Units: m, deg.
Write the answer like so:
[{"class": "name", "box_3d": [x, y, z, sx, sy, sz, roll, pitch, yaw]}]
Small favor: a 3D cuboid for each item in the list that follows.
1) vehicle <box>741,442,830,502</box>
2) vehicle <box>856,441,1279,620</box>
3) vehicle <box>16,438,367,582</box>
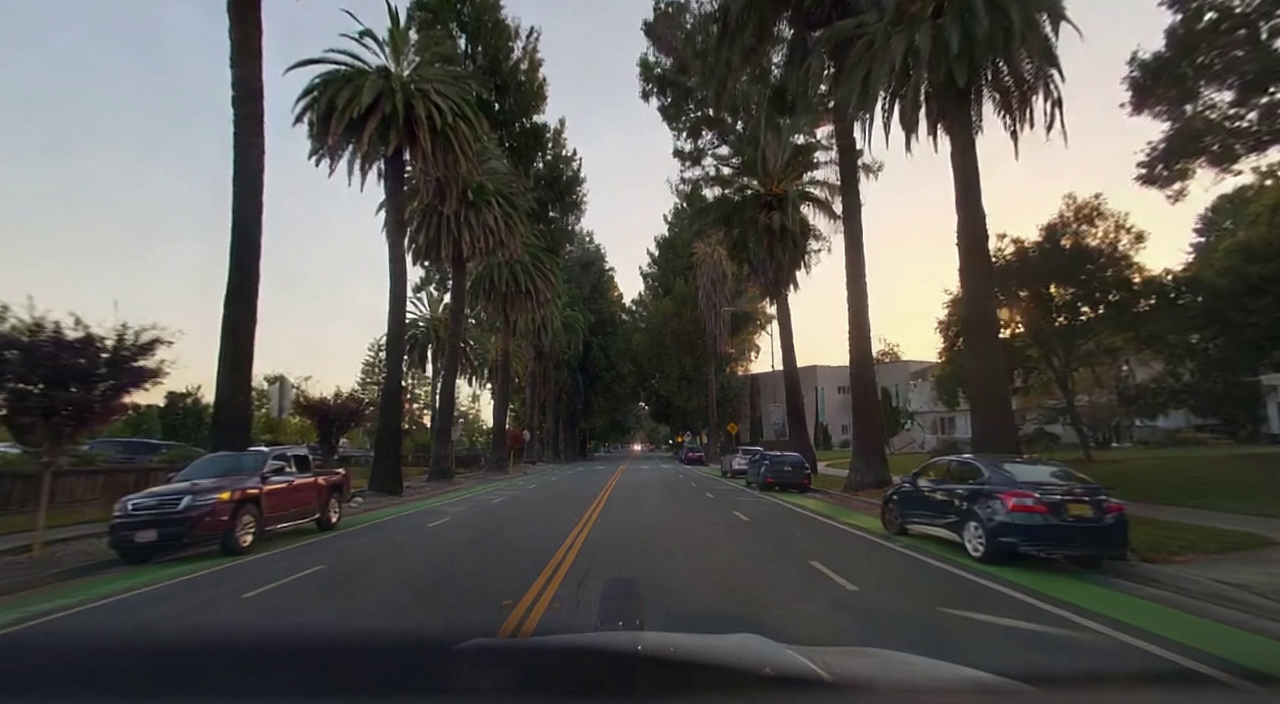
[{"class": "vehicle", "box_3d": [4.640, 3.888, 20.862, 2.000, 1.732, 4.298, -1, -9, 2]}, {"class": "vehicle", "box_3d": [4.755, 1.927, 7.964, 2.141, 1.480, 5.016, 0, -9, -2]}, {"class": "vehicle", "box_3d": [-6.902, 2.410, 10.775, 2.220, 1.786, 5.161, -1, -8, 0]}]
